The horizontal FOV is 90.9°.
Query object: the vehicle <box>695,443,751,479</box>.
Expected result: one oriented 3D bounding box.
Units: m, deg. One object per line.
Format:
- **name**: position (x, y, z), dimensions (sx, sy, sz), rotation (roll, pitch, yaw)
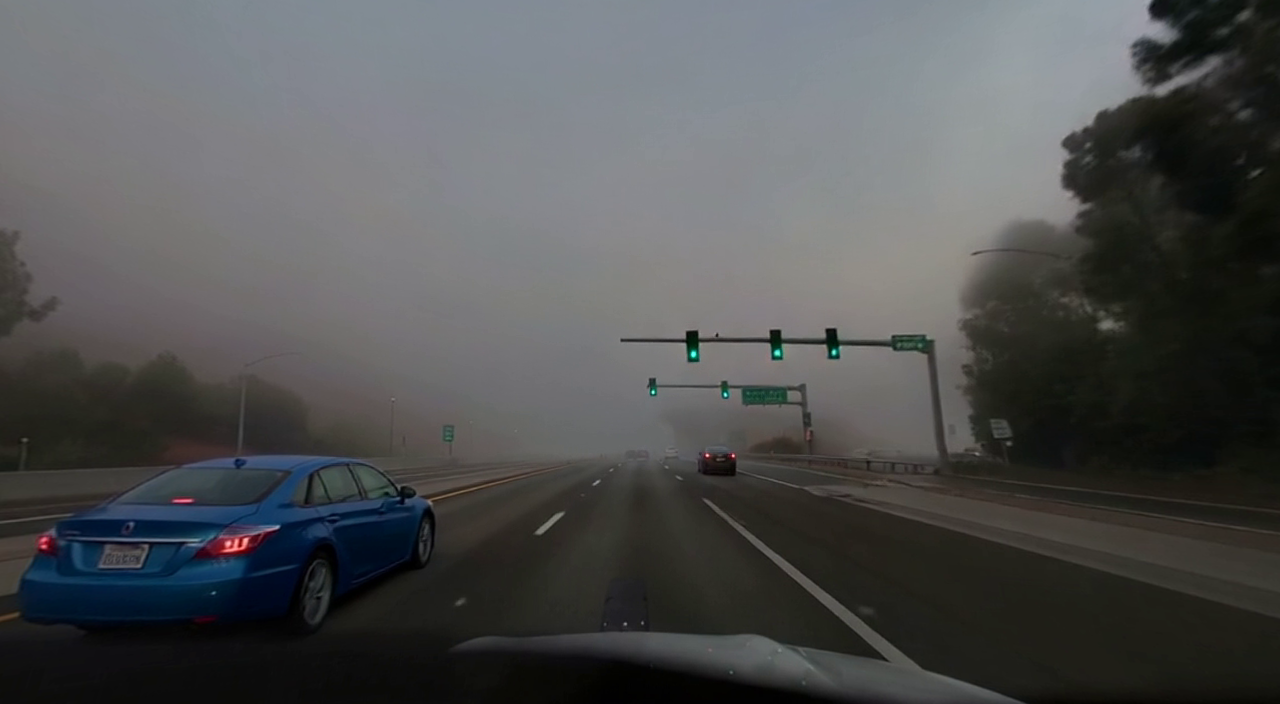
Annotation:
- **vehicle**: position (3.677, 4.916, 28.732), dimensions (1.916, 1.469, 4.481), rotation (0, -8, -1)
